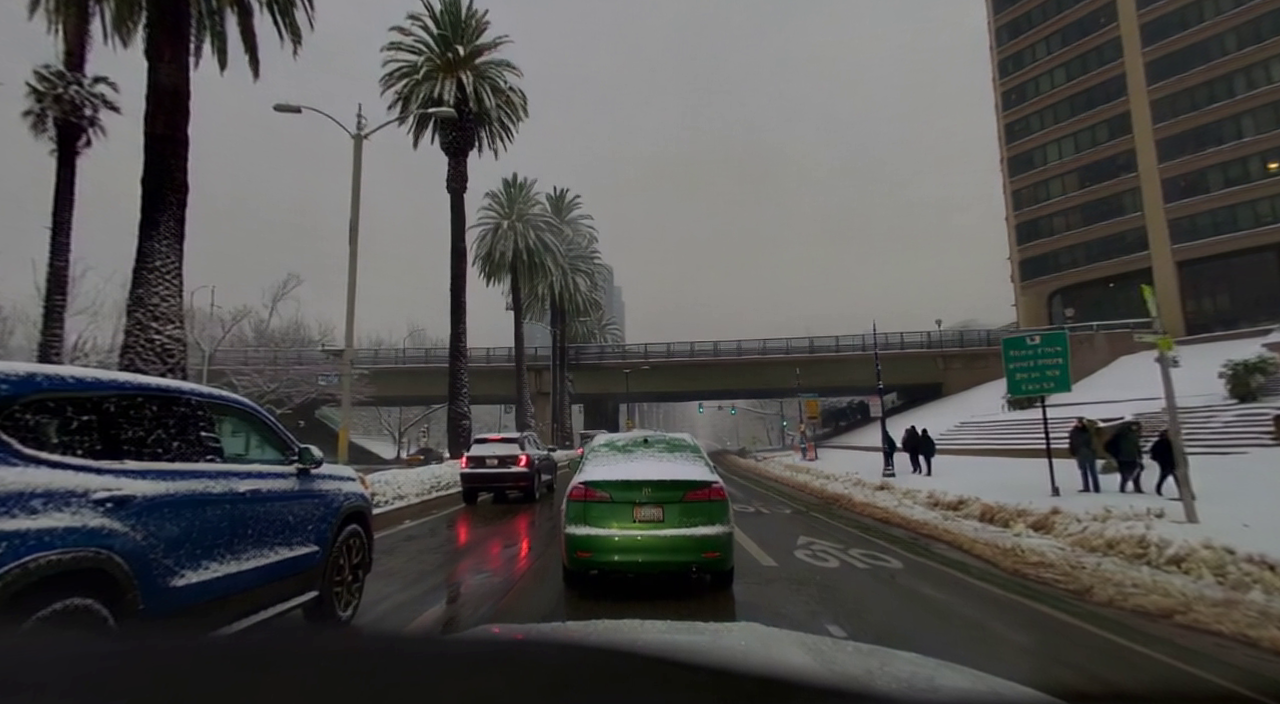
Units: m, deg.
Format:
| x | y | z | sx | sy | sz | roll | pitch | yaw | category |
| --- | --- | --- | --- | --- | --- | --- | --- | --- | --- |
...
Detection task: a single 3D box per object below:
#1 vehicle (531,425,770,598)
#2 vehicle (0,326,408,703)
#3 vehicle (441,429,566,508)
| x | y | z | sx | sy | sz | roll | pitch | yaw | category |
| --- | --- | --- | --- | --- | --- | --- | --- | --- | --- |
| 0.052 | 1.672 | 7.533 | 2.036 | 1.461 | 4.129 | 0 | -8 | -1 | vehicle |
| -3.260 | 1.009 | 3.740 | 2.014 | 1.740 | 4.359 | 0 | -8 | 1 | vehicle |
| -3.100 | 2.745 | 15.297 | 1.955 | 1.637 | 4.032 | 0 | -8 | 3 | vehicle |
